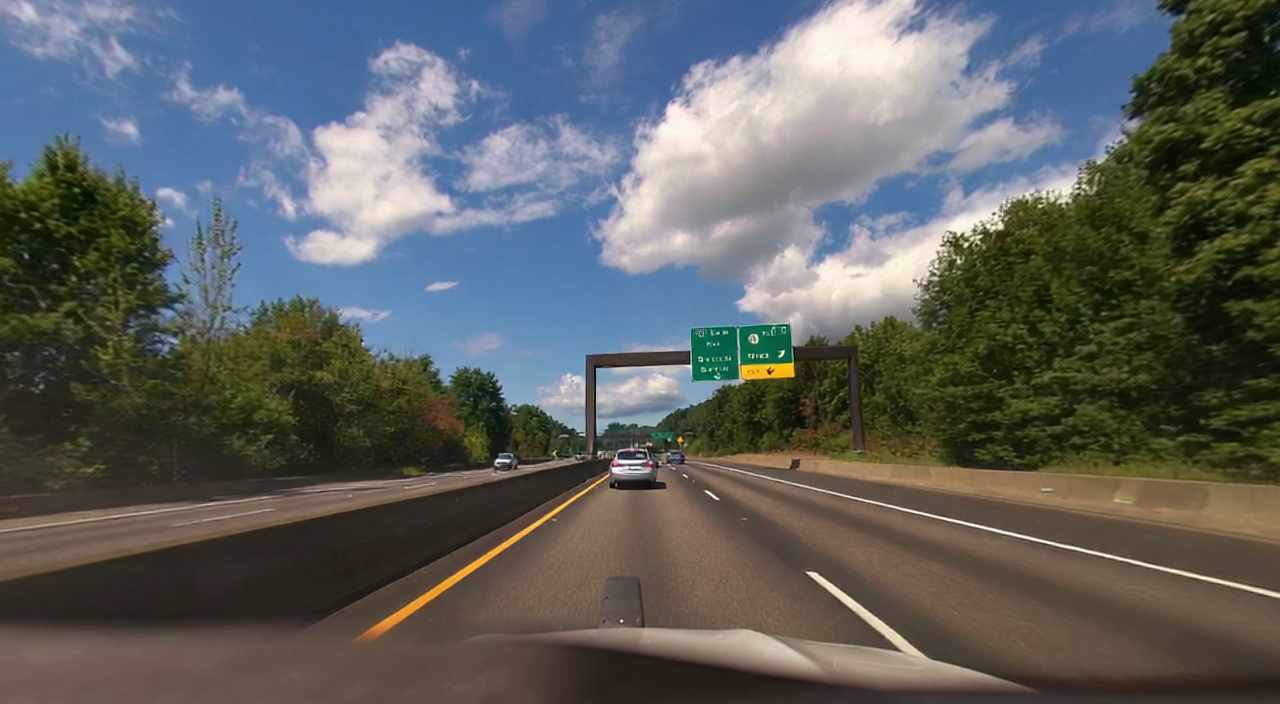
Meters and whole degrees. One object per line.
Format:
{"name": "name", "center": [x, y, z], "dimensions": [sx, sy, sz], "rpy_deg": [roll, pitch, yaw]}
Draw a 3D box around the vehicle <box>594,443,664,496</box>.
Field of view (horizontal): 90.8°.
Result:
{"name": "vehicle", "center": [-0.293, 3.657, 19.991], "dimensions": [2.003, 1.490, 3.636], "rpy_deg": [0, -9, 1]}
